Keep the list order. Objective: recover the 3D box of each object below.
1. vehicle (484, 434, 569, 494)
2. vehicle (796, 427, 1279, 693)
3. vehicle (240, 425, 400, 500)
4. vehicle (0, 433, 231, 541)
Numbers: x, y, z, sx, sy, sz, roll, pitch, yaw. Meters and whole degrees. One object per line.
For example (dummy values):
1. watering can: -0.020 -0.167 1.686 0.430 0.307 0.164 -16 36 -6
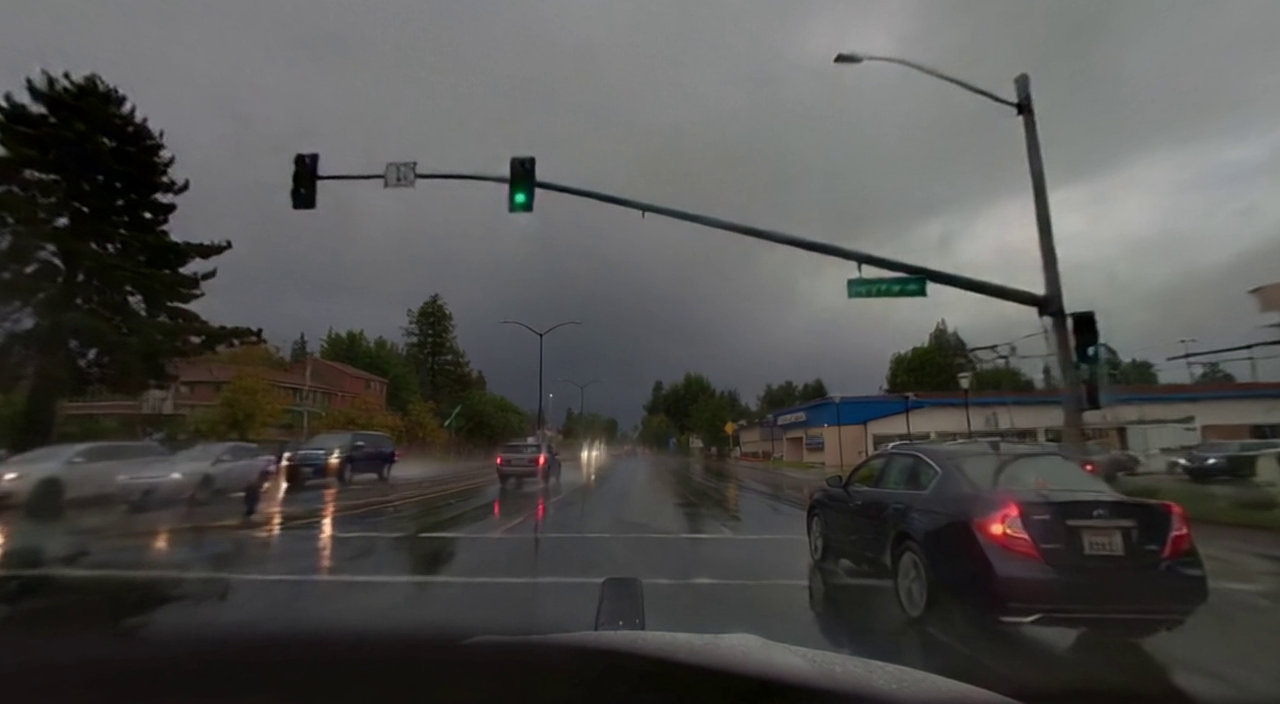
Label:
1. vehicle: -3.735 3.774 21.686 1.997 1.806 4.500 0 -9 1
2. vehicle: 3.137 1.557 6.094 1.975 1.502 4.787 0 -9 -1
3. vehicle: -9.621 3.372 19.660 2.301 1.926 5.183 -2 -9 0
4. vehicle: -10.049 2.353 11.655 1.942 1.576 4.567 -1 -9 0
